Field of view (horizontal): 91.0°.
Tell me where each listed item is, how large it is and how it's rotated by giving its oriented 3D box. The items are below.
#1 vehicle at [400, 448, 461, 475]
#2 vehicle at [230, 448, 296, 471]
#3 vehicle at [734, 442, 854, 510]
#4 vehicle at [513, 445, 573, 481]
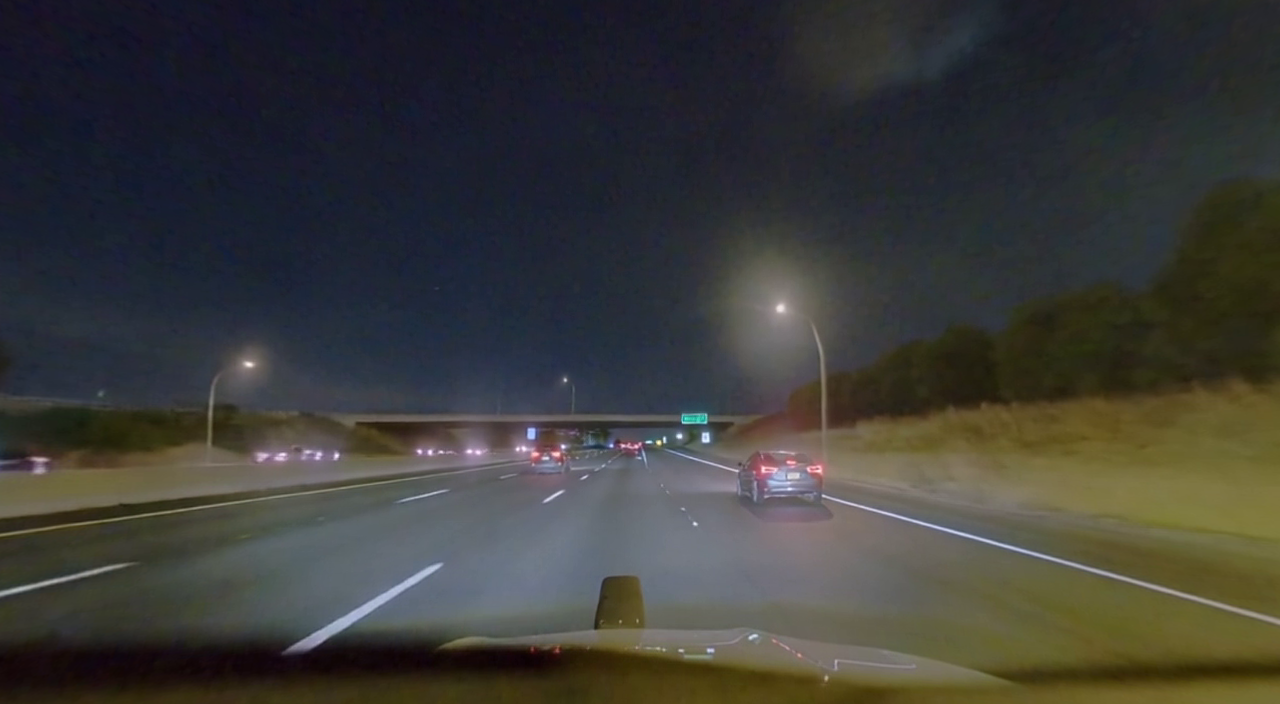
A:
[{"bbox_3d":[-12.216,6.393,37.025,1.919,1.497,4.765,0,-9,0],"label":"vehicle"},{"bbox_3d":[-28.990,8.241,48.618,2.064,1.663,4.851,0,-9,0],"label":"vehicle"},{"bbox_3d":[3.886,3.200,16.747,2.079,1.535,4.316,0,-9,0],"label":"vehicle"},{"bbox_3d":[-4.486,5.208,29.826,2.072,1.545,4.687,0,-9,0],"label":"vehicle"}]
